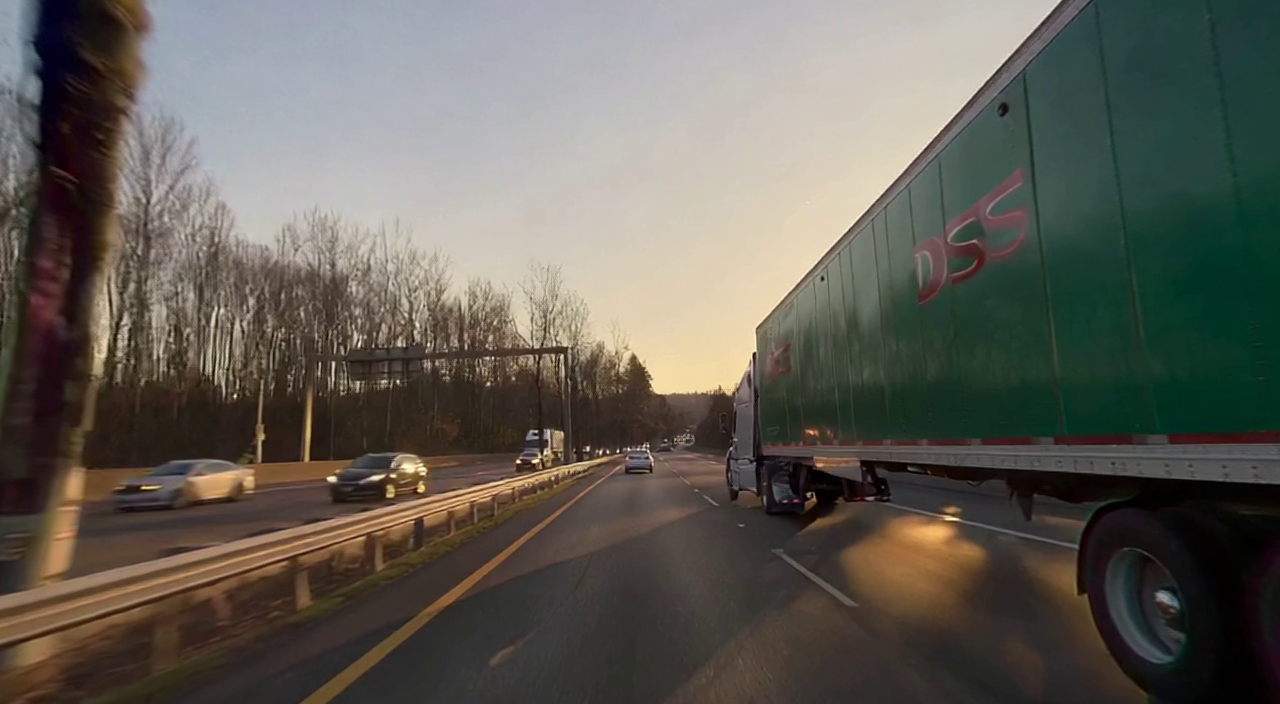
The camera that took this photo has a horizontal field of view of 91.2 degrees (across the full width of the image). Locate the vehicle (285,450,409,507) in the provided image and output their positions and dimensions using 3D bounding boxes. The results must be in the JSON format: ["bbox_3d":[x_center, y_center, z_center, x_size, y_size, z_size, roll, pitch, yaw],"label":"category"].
[{"bbox_3d":[-8.651,3.730,18.921,1.839,1.510,3.949,-1,-9,0],"label":"vehicle"}]

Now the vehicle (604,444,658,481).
[{"bbox_3d":[-0.382,4.941,28.267,2.244,1.506,4.097,-1,-9,0],"label":"vehicle"}]

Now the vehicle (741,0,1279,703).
[{"bbox_3d":[4.462,0.714,10.088,3.317,4.020,14.141,-1,-9,0],"label":"vehicle"}]

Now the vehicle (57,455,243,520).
[{"bbox_3d":[-13.027,3.578,17.045,1.864,1.507,3.943,-1,-9,0],"label":"vehicle"}]
